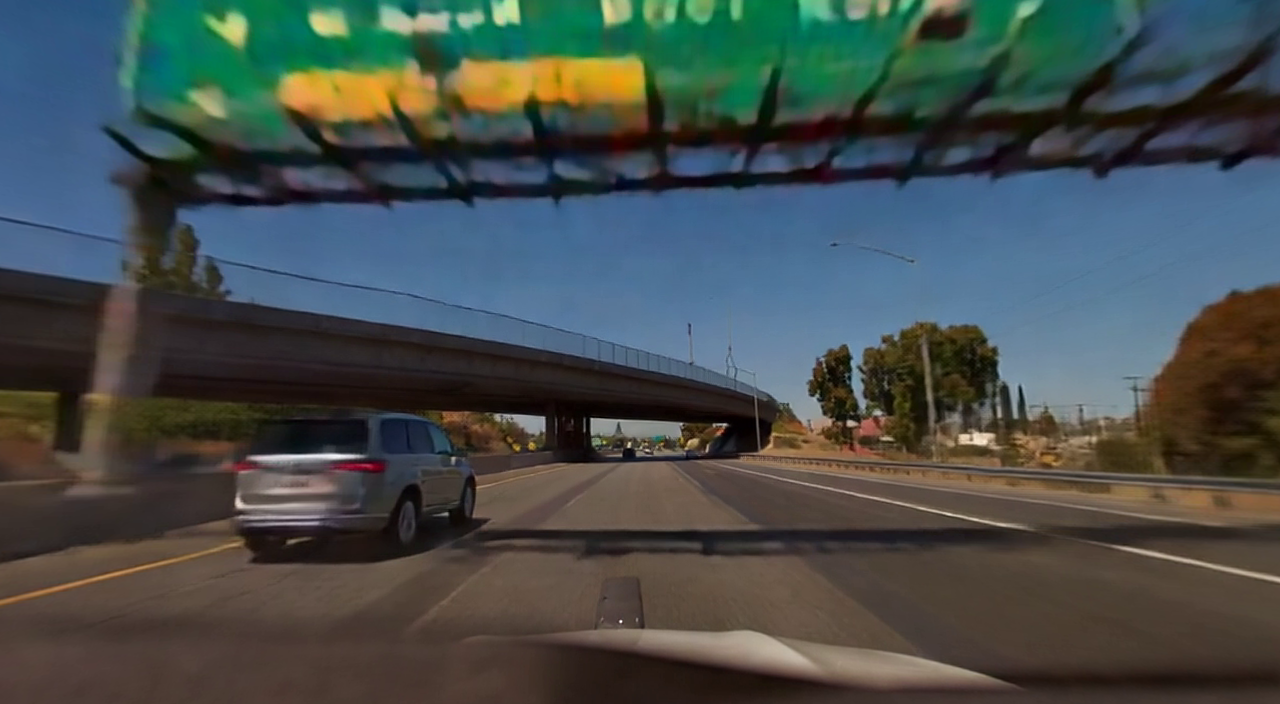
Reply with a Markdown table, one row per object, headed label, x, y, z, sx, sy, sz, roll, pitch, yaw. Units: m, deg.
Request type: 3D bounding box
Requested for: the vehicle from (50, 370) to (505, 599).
| label | x | y | z | sx | sy | sz | roll | pitch | yaw |
| --- | --- | --- | --- | --- | --- | --- | --- | --- | --- |
| vehicle | -3.687 | 1.538 | 8.258 | 2.431 | 1.928 | 5.760 | 0 | -9 | 1 |
